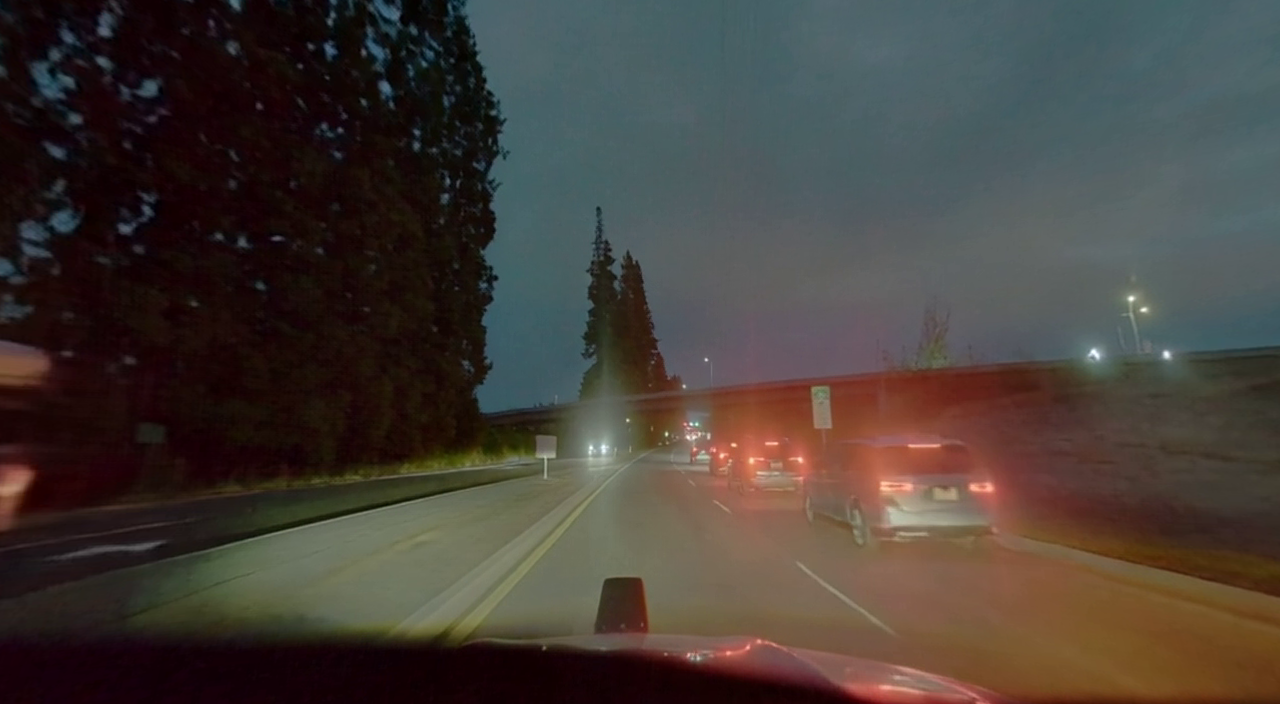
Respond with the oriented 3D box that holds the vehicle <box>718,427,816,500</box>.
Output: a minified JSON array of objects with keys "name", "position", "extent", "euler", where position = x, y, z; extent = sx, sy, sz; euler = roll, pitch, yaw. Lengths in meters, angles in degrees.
[{"name":"vehicle","position":[3.607,3.261,18.770],"extent":[1.985,1.895,4.496],"euler":[0,-9,0]}]

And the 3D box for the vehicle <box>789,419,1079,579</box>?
[{"name":"vehicle","position":[3.655,1.891,8.954],"extent":[1.972,1.682,4.397],"euler":[0,-9,0]}]
